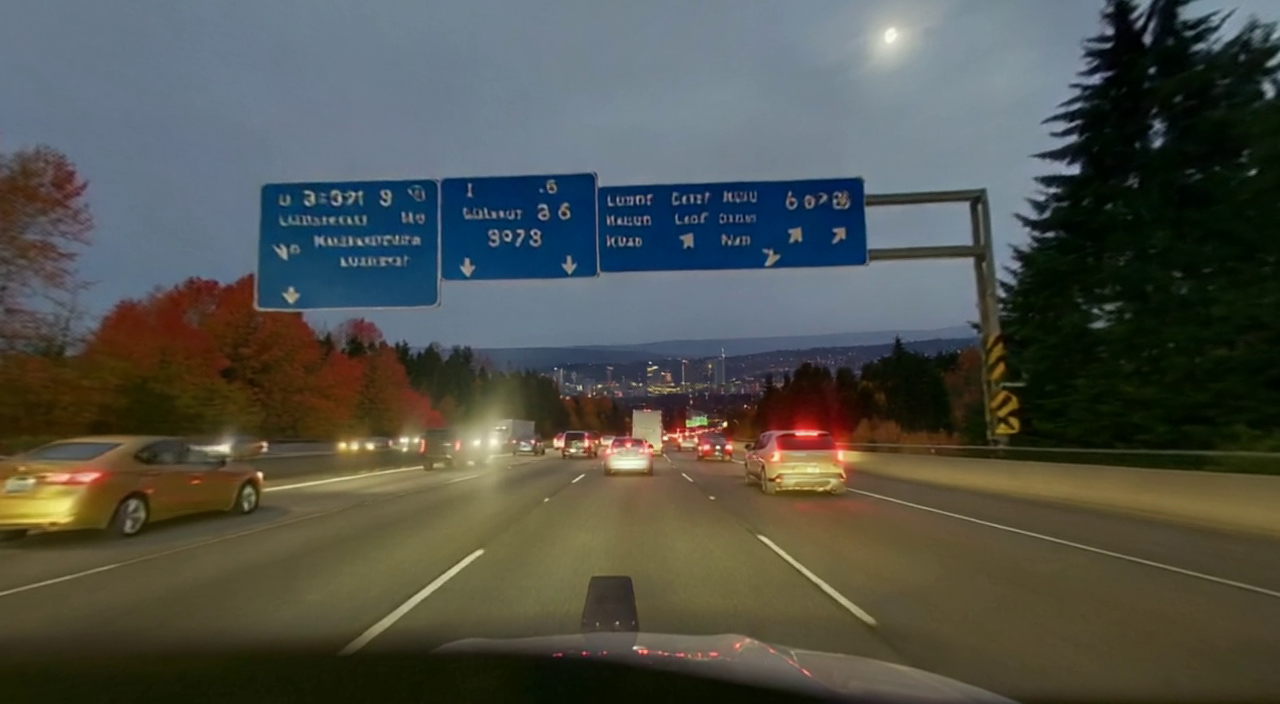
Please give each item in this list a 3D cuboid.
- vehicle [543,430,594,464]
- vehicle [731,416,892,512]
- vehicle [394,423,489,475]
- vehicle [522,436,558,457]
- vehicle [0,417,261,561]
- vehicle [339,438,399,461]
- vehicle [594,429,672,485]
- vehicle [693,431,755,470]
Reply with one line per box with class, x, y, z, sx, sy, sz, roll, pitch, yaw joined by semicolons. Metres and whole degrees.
vehicle;-3.626;4.928;32.801;2.064;1.672;4.277;0;-8;1
vehicle;3.327;2.263;13.250;2.095;1.650;4.331;0;-8;-1
vehicle;-7.533;3.728;24.437;2.117;1.779;4.745;0;-8;1
vehicle;-7.147;6.776;45.346;1.896;1.429;4.348;0;-8;0
vehicle;-7.489;1.740;8.749;1.934;1.526;3.966;0;-8;0
vehicle;-19.013;6.851;44.338;1.995;1.529;5.004;0;-8;0
vehicle;-0.208;3.138;19.177;2.111;1.494;4.364;0;-8;0
vehicle;3.447;4.158;26.765;1.972;1.516;4.514;0;-8;-1
